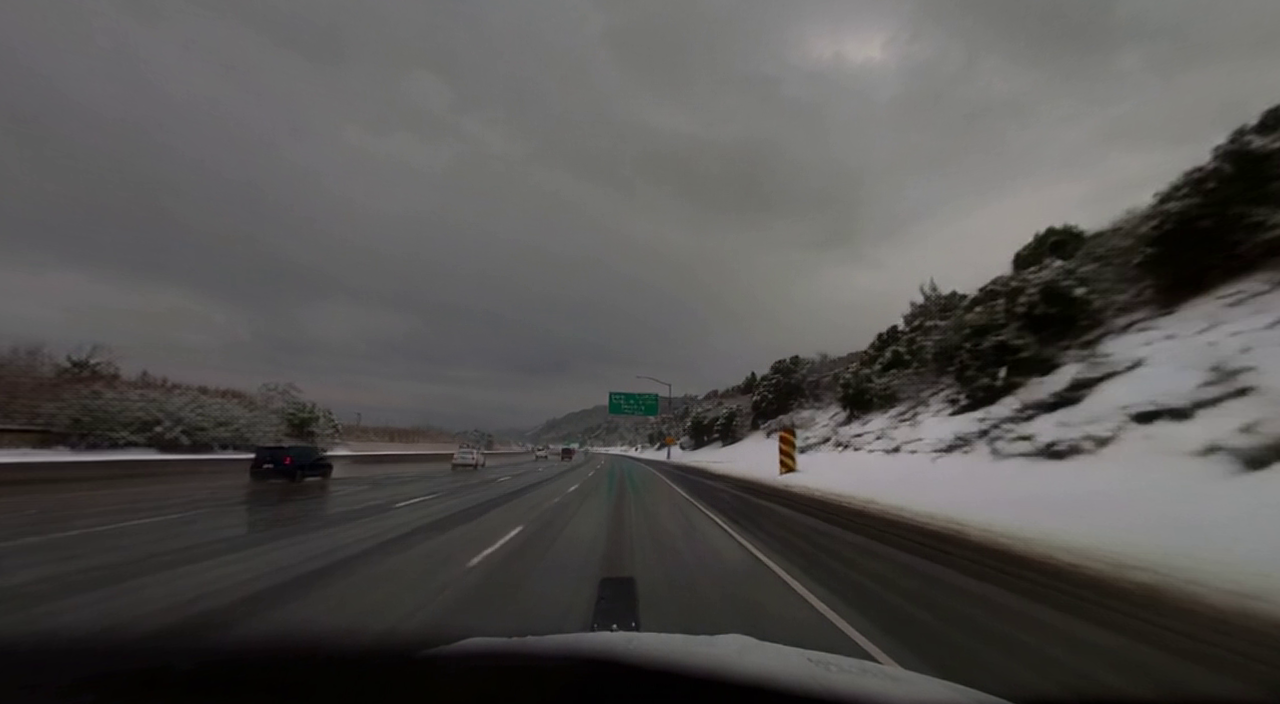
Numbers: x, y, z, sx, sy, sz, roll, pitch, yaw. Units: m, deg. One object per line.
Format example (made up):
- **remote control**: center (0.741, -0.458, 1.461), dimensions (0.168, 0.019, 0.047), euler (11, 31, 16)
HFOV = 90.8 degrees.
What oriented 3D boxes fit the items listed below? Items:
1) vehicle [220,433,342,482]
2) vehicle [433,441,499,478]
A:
- **vehicle**: center (-15.681, 4.654, 28.063), dimensions (2.240, 1.953, 5.452), euler (0, -9, -1)
- **vehicle**: center (-8.519, 5.311, 31.387), dimensions (2.104, 1.715, 4.319), euler (0, -9, -1)
